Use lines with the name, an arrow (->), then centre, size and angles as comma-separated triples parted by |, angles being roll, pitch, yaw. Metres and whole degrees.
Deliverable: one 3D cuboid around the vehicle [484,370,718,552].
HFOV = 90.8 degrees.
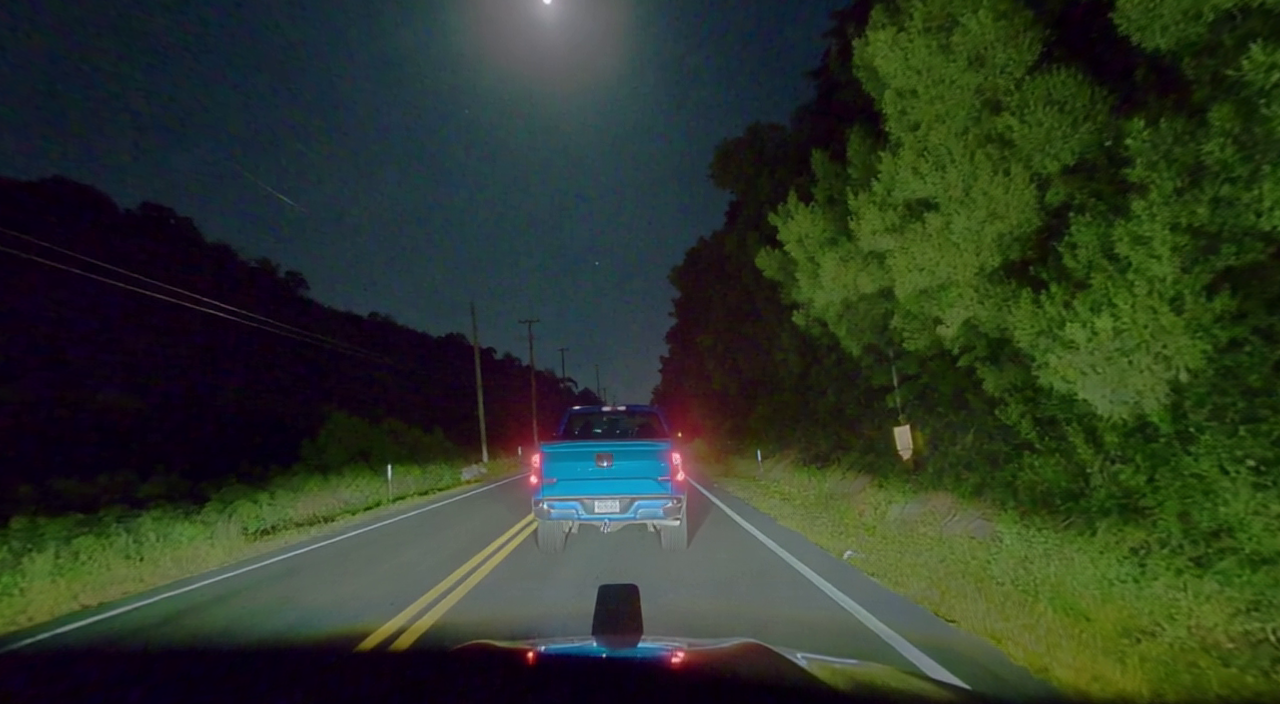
vehicle -> -0.519, 1.762, 10.753 | 2.837, 2.223, 5.885 | 0, -8, -1
